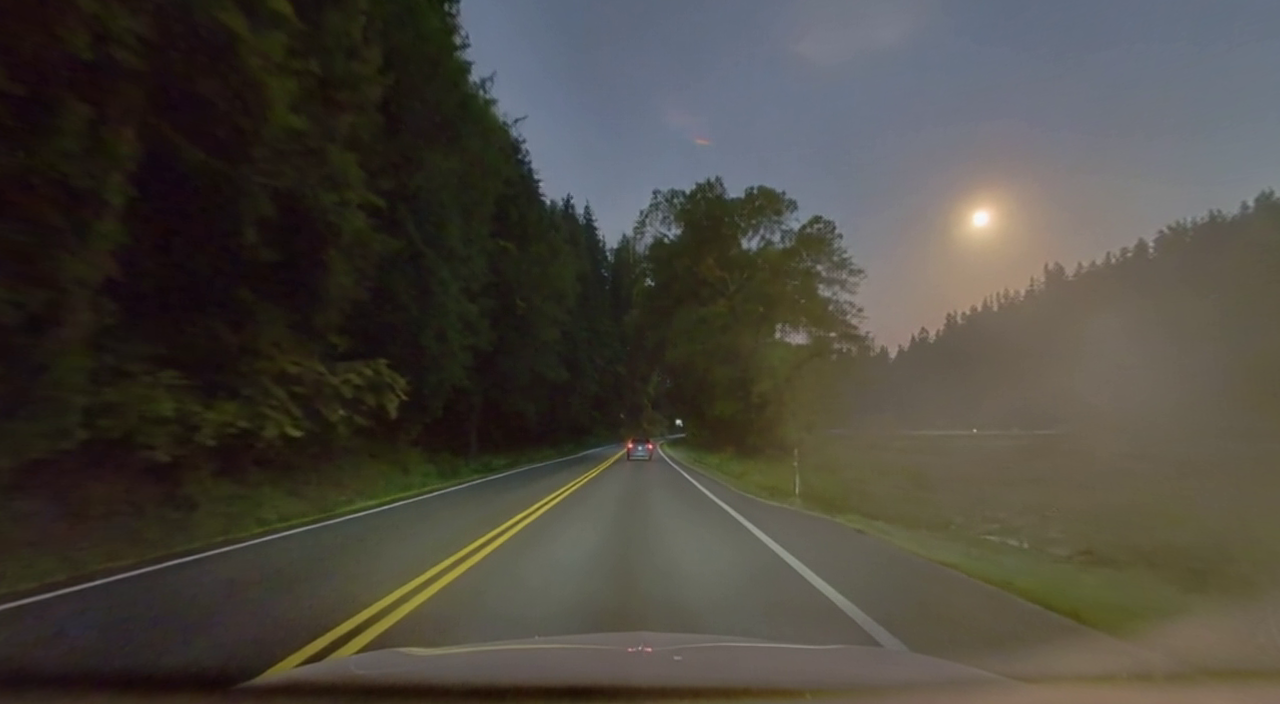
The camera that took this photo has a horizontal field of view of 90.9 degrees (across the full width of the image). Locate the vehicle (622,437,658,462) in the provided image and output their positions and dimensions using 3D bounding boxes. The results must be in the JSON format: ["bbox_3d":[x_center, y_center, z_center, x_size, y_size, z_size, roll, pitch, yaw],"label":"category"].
[{"bbox_3d":[0.016,6.112,39.699,2.120,1.491,4.349,-1,-8,0],"label":"vehicle"}]
